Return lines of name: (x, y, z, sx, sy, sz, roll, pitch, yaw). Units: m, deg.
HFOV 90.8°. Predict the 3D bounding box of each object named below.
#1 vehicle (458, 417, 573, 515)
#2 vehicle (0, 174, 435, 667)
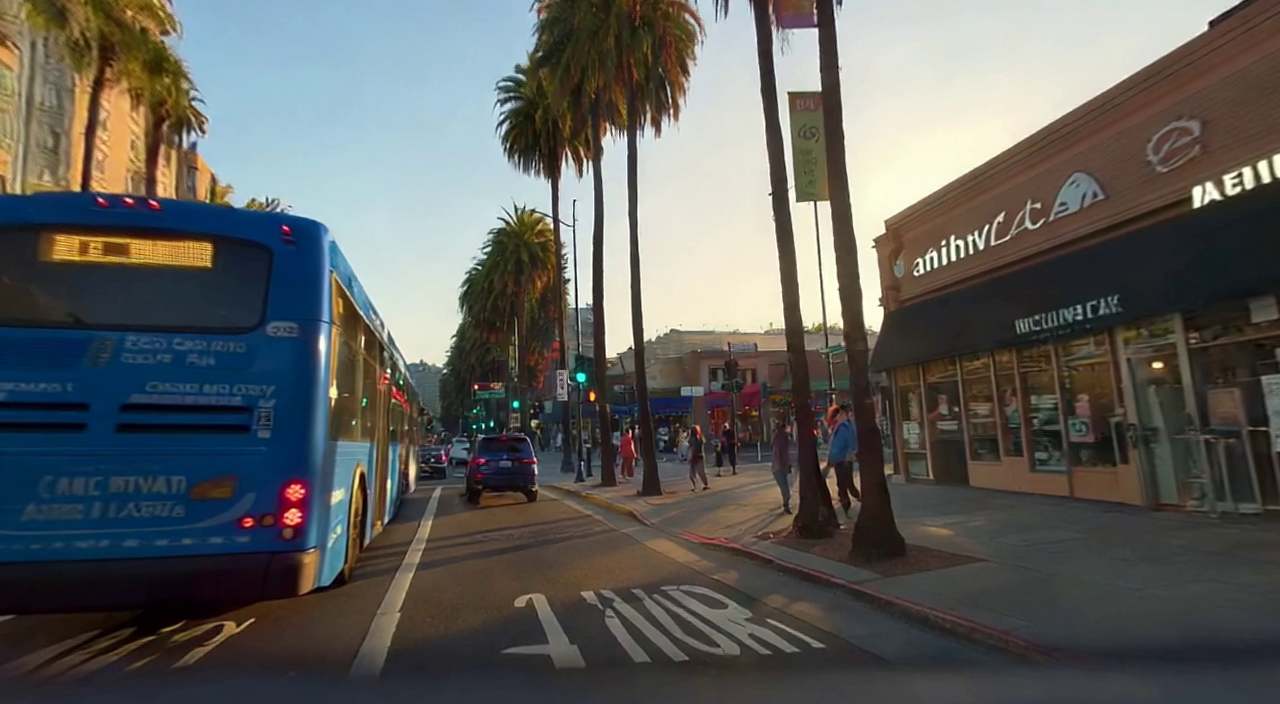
vehicle: (-3.044, 2.588, 14.769, 2.002, 1.907, 4.211, 3, -9, -19)
vehicle: (-5.127, 1.228, 9.850, 2.863, 3.233, 11.573, 2, -9, -14)
